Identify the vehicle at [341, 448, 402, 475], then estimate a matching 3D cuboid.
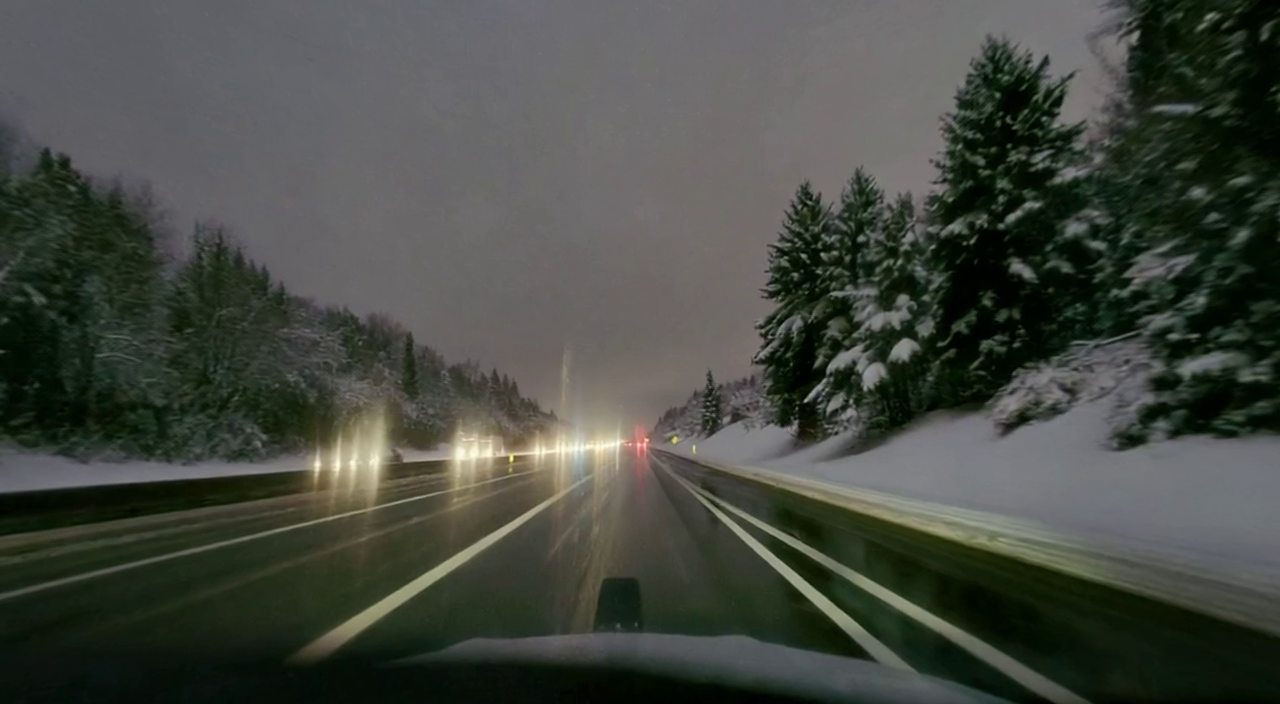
[{"bbox_3d":[-15.925,6.478,37.365,1.800,1.464,3.896,0,-9,1],"label":"vehicle"}]
